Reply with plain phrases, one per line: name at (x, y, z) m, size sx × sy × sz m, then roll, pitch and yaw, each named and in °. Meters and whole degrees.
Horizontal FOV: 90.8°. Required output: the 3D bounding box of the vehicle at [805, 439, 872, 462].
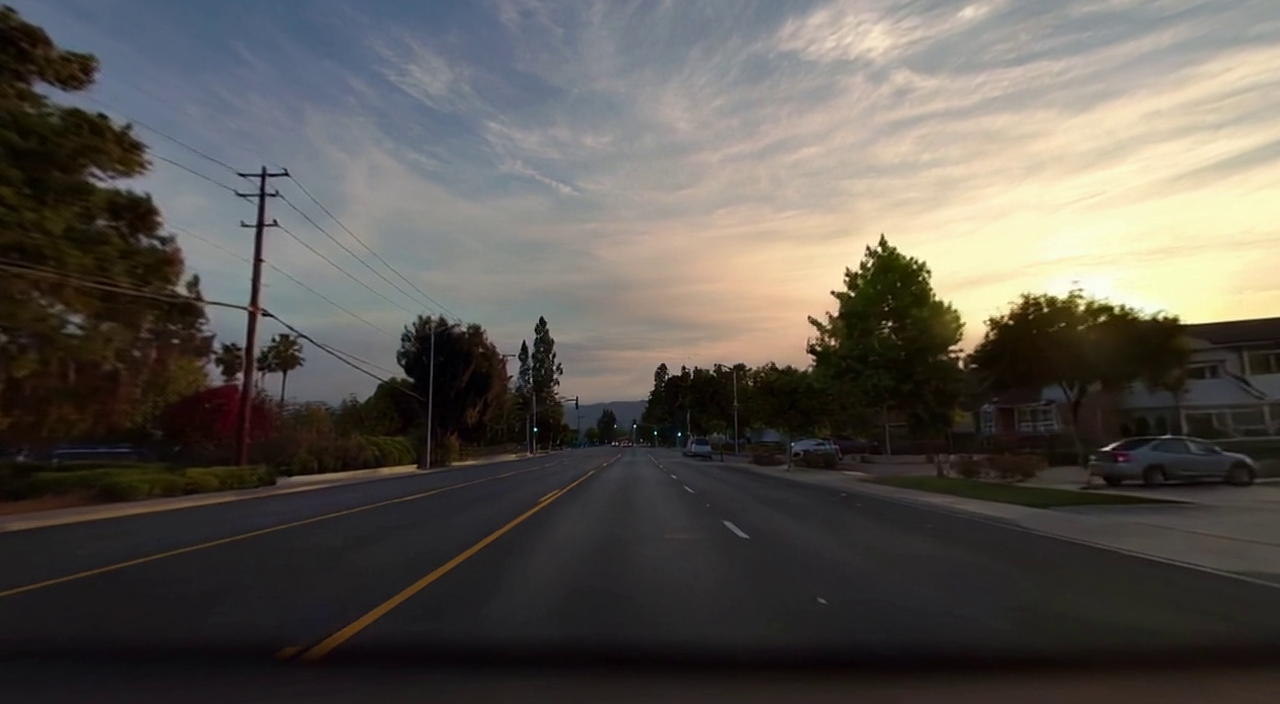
vehicle at (15.208, 7.581, 48.598) m, size 4.505 × 1.671 × 1.888 m, roll 0°, pitch -9°, yaw -2°

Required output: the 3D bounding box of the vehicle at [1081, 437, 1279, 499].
vehicle at (14.426, 2.928, 16.181) m, size 4.664 × 1.450 × 2.025 m, roll 0°, pitch -8°, yaw 3°
